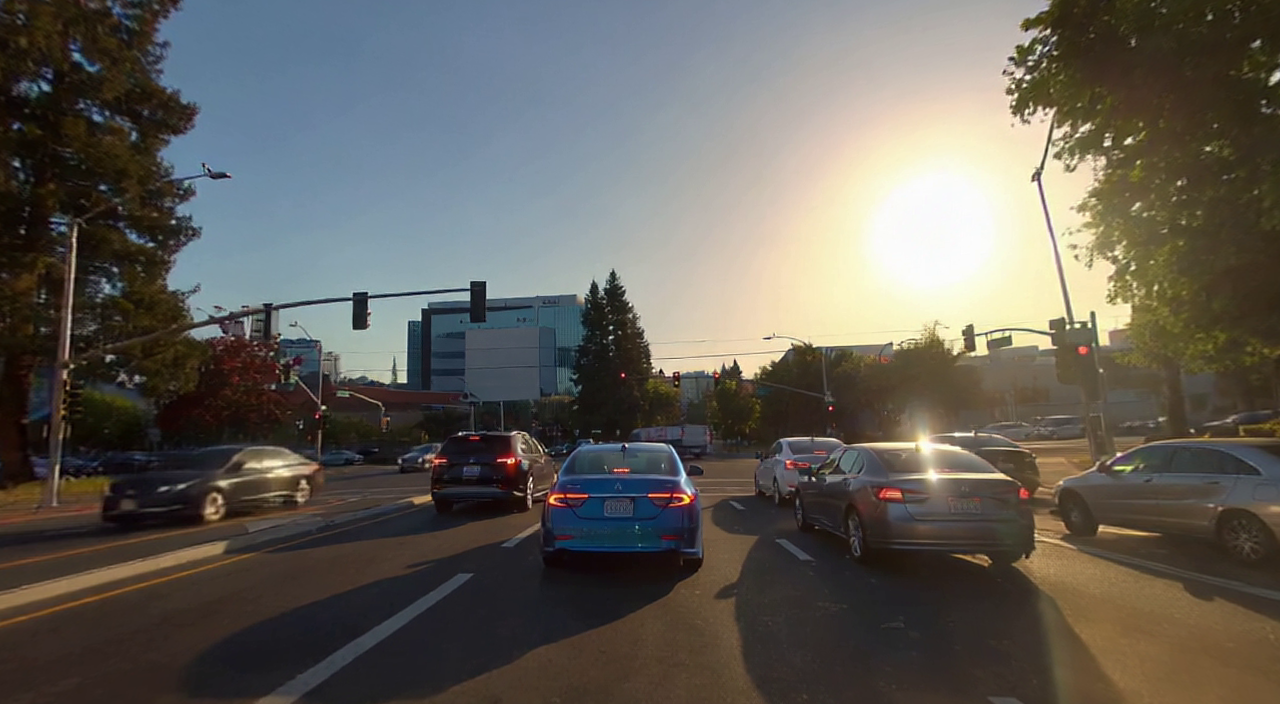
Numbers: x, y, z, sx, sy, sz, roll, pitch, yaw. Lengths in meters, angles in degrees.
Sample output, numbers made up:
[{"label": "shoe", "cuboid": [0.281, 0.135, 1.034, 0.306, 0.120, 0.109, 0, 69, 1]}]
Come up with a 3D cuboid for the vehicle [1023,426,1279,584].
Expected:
[{"label": "vehicle", "cuboid": [7.198, 1.732, 7.818, 2.004, 1.508, 4.646, 0, -8, 0]}]

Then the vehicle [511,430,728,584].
[{"label": "vehicle", "cuboid": [-0.178, 1.800, 8.158, 2.098, 1.477, 3.897, 0, -8, 1]}]

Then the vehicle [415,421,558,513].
[{"label": "vehicle", "cuboid": [-3.440, 2.706, 15.381, 2.160, 1.823, 5.115, 0, -8, 1]}]

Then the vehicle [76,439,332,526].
[{"label": "vehicle", "cuboid": [-8.688, 2.607, 13.295, 1.966, 1.469, 4.714, 0, -9, 1]}]

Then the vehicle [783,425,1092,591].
[{"label": "vehicle", "cuboid": [3.235, 1.756, 7.998, 2.020, 1.513, 4.120, 0, -8, 2]}]
